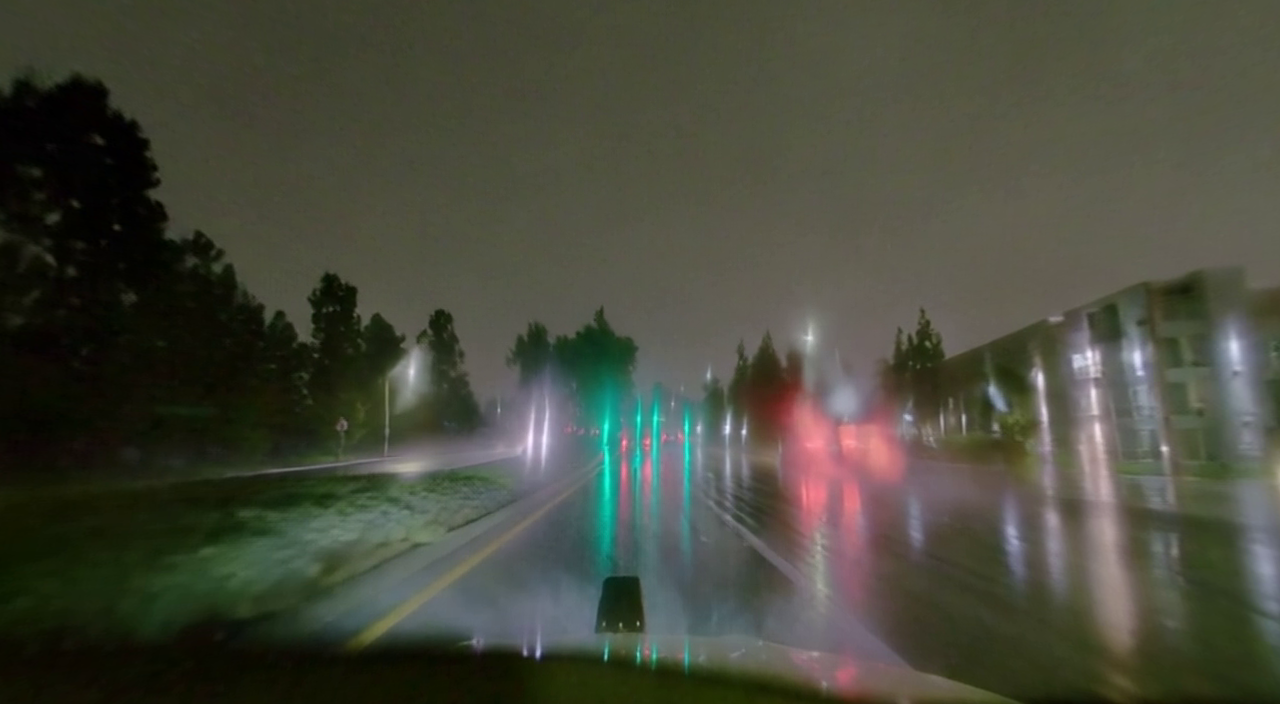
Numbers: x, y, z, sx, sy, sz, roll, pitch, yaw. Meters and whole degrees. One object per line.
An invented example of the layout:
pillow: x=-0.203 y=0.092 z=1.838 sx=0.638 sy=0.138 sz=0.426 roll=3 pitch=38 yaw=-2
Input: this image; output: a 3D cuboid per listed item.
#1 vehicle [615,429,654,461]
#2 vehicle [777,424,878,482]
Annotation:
vehicle: x=-0.333 y=5.686 z=38.468 sx=2.193 sy=1.794 sz=4.457 roll=0 pitch=-8 yaw=0
vehicle: x=6.348 y=3.483 z=22.007 sx=2.026 sy=1.804 sz=4.565 roll=0 pitch=-8 yaw=-1
